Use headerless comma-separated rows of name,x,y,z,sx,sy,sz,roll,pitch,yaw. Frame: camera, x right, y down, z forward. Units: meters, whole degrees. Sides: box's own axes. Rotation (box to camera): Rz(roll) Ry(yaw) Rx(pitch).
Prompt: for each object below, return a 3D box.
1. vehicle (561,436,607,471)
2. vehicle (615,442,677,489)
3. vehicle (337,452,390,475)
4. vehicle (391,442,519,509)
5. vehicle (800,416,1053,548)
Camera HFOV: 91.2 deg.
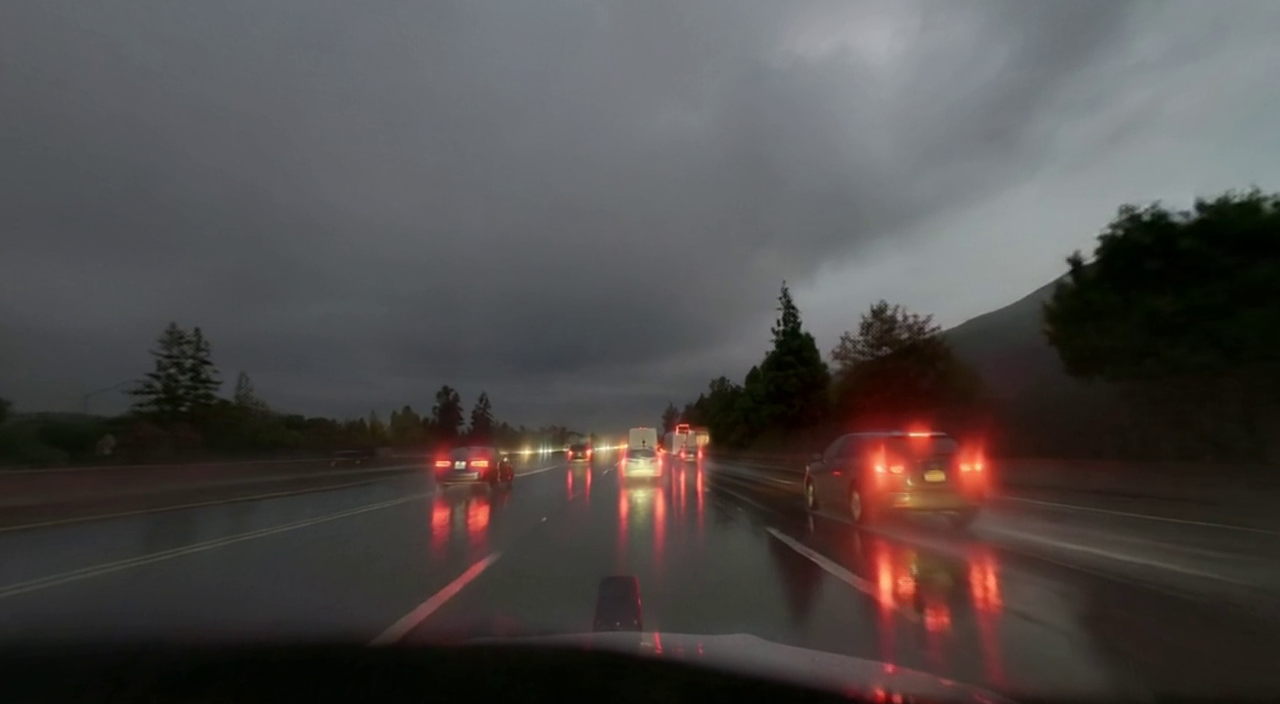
vehicle,-3.320,6.156,38.025,2.230,1.973,4.403,-1,-9,2
vehicle,0.196,4.098,22.870,2.015,1.526,4.286,0,-9,0
vehicle,-20.291,8.157,46.223,1.901,1.582,4.159,-1,-9,2
vehicle,-4.591,3.127,16.343,1.967,1.473,4.439,0,-9,0
vehicle,4.188,1.974,10.095,2.018,1.639,4.149,0,-9,-1
